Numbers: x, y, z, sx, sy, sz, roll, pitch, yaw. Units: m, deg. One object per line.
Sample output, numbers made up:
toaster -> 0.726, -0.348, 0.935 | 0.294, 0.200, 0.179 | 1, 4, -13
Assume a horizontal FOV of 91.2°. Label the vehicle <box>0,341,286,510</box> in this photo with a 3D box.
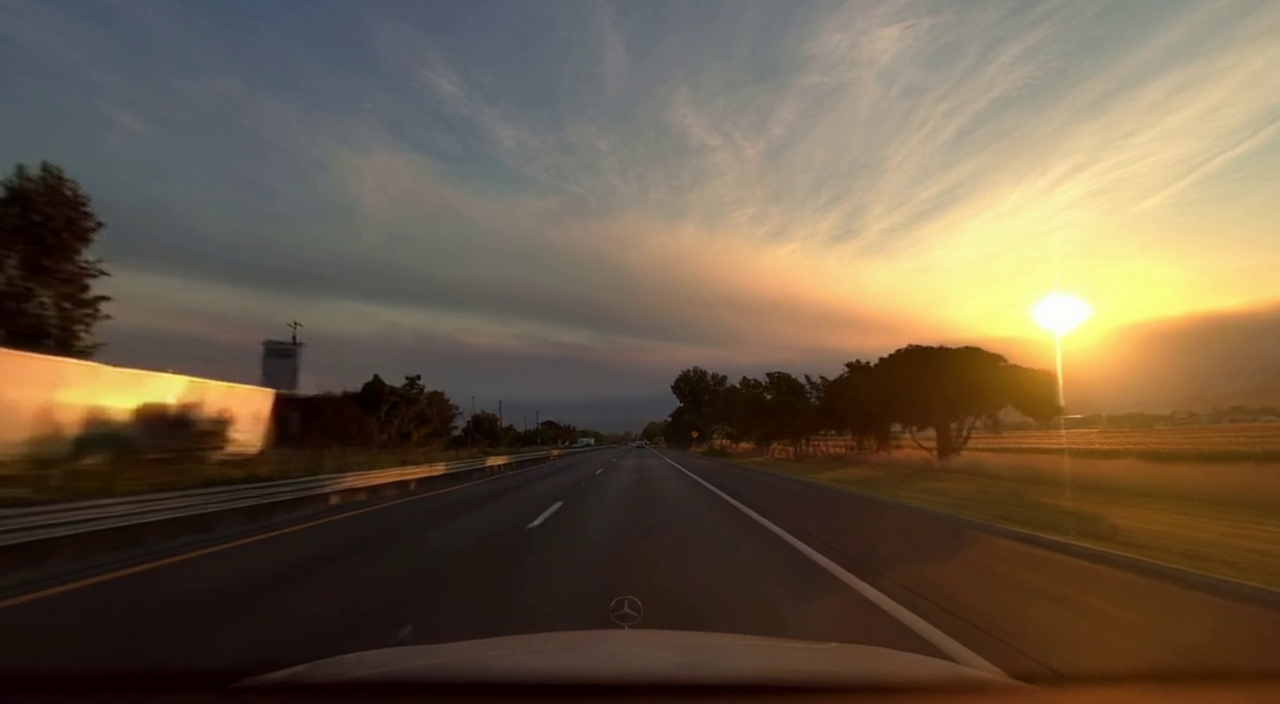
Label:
vehicle -> -16.429, 2.360, 18.986 | 2.947, 3.905, 14.614 | 0, -8, 0
